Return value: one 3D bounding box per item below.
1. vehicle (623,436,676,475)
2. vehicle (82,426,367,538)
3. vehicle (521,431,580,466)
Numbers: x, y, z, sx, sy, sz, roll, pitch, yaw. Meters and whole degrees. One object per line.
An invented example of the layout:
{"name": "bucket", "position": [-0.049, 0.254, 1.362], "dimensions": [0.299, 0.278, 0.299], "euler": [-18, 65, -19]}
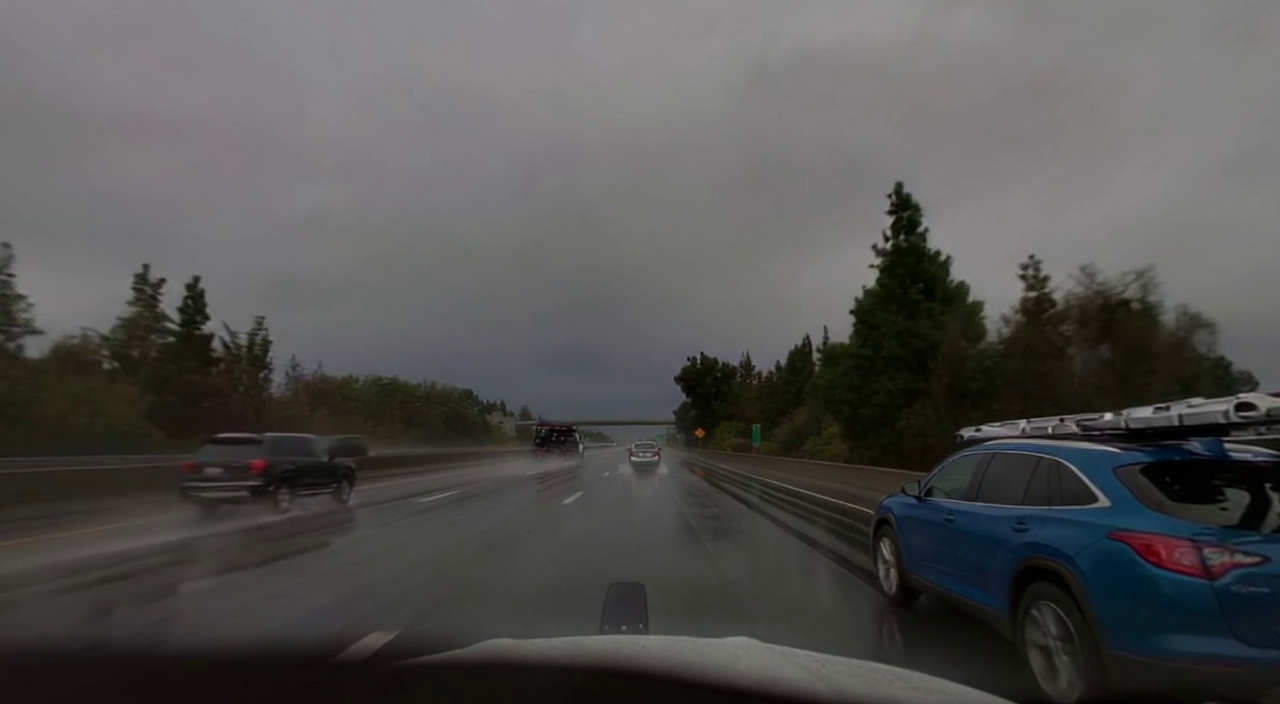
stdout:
{"name": "vehicle", "position": [0.478, 4.898, 30.057], "dimensions": [2.336, 1.722, 4.212], "euler": [0, -8, 1]}
{"name": "vehicle", "position": [-7.176, 2.262, 11.683], "dimensions": [2.115, 1.644, 4.513], "euler": [0, -8, 1]}
{"name": "vehicle", "position": [-6.115, 6.734, 44.217], "dimensions": [2.827, 2.236, 7.057], "euler": [0, -8, 2]}
